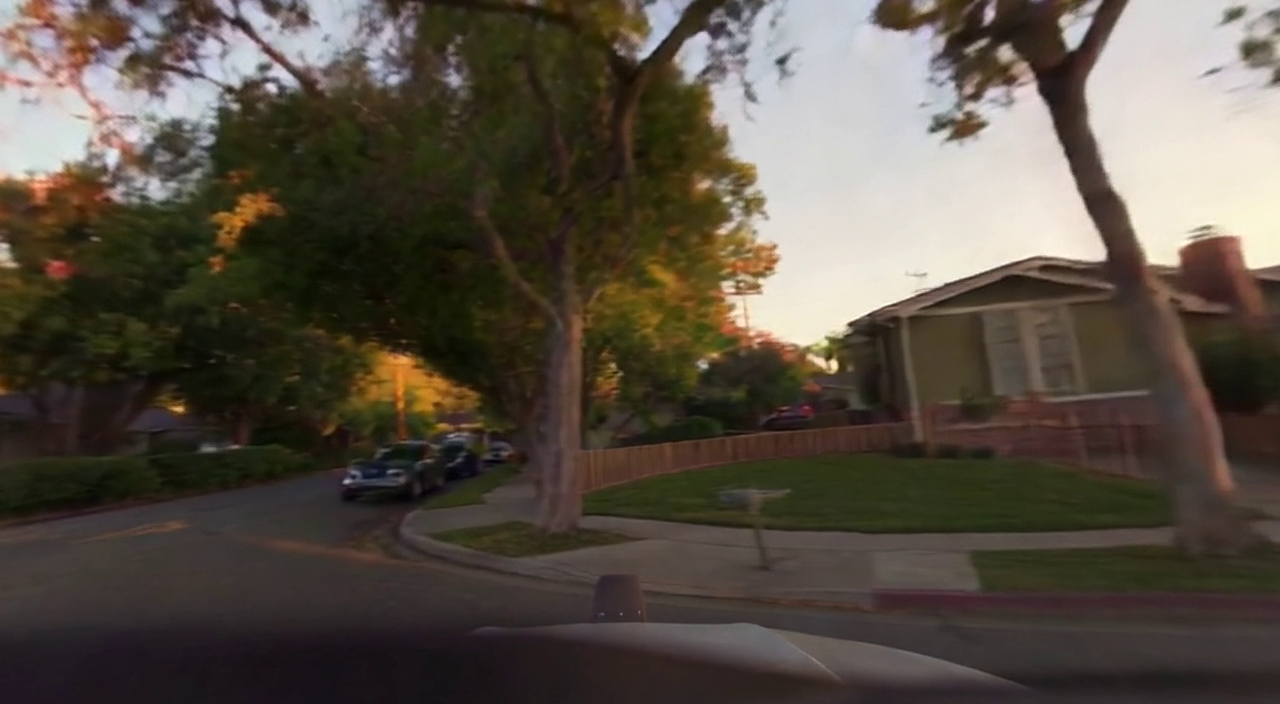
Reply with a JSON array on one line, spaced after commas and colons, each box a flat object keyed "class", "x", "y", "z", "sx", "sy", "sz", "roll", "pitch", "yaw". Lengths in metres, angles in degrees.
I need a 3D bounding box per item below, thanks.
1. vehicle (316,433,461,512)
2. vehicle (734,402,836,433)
[{"class": "vehicle", "x": -5.630, "y": 2.713, "z": 14.862, "sx": 1.969, "sy": 1.493, "sz": 4.681, "roll": 0, "pitch": -8, "yaw": -7}, {"class": "vehicle", "x": 7.617, "y": 3.473, "z": 33.497, "sx": 4.799, "sy": 1.469, "sz": 2.010, "roll": 0, "pitch": -8, "yaw": -5}]
